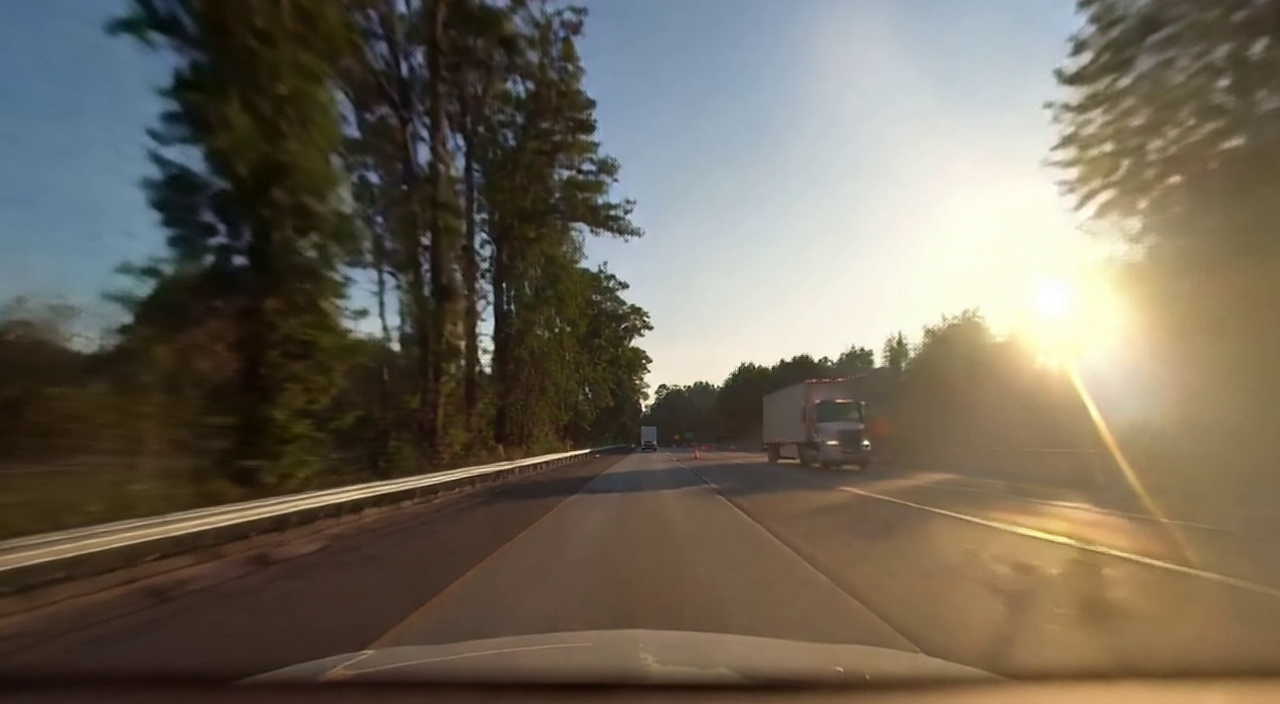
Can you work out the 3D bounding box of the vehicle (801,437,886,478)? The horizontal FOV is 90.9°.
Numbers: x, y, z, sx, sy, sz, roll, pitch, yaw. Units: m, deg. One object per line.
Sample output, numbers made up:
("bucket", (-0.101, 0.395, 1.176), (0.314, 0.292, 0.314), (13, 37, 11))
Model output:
("vehicle", (8.484, 4.420, 26.661), (2.611, 1.607, 3.179), (0, -8, 2))
